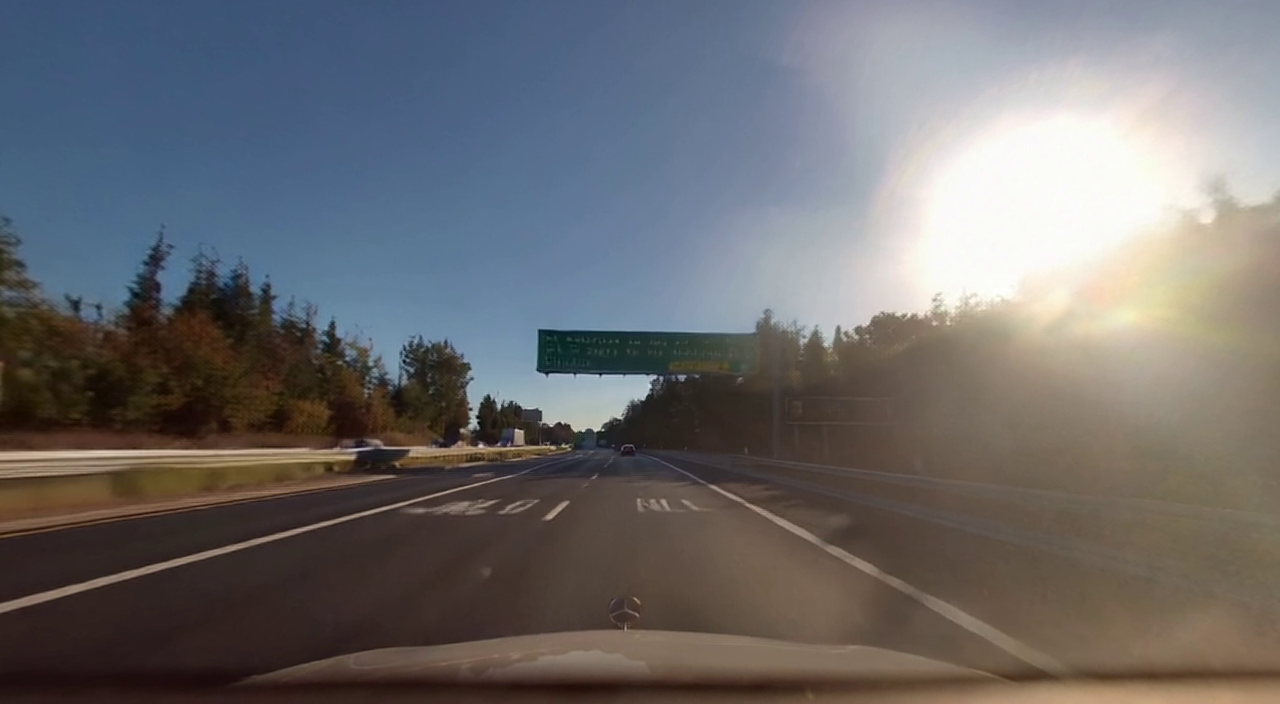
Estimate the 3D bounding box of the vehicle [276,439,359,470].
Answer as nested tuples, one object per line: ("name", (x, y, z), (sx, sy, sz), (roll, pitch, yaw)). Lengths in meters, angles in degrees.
("vehicle", (-17.022, 5.416, 33.402), (1.932, 1.516, 4.694), (0, -9, 0))
